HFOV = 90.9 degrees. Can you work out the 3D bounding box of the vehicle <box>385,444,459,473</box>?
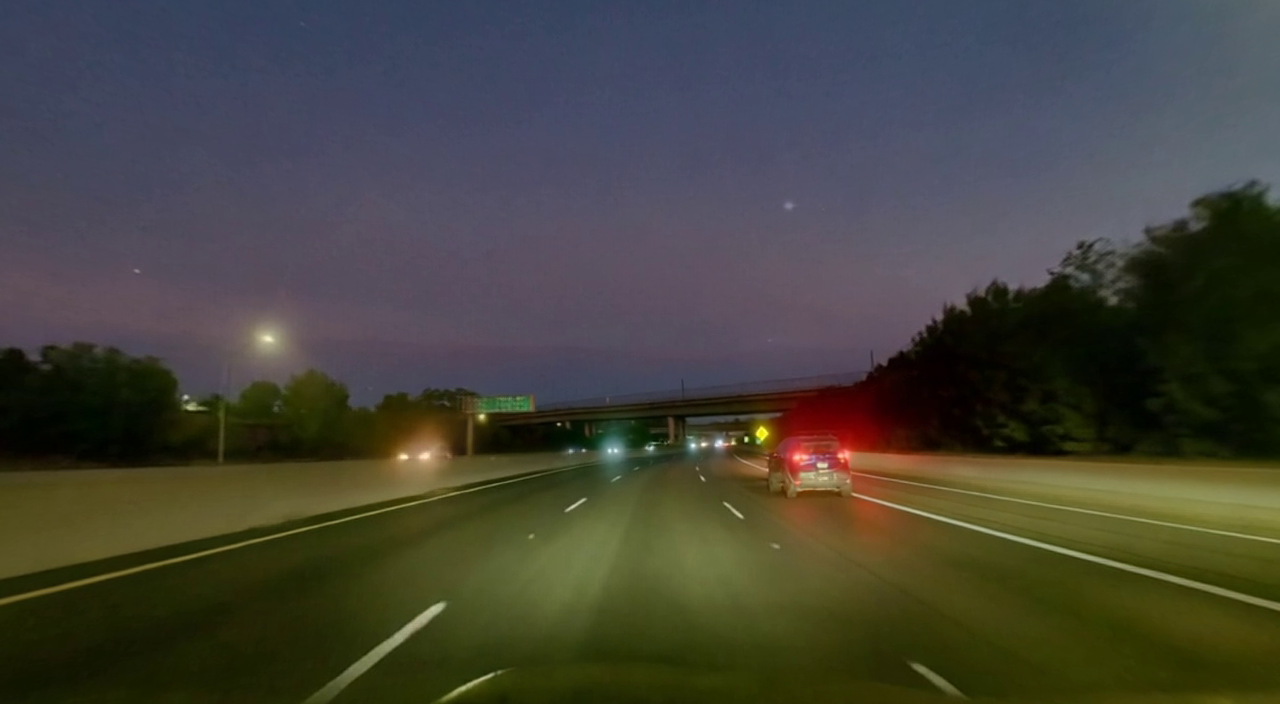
[{"bbox_3d":[-14.313,7.017,41.880,2.310,1.742,5.997,-1,-9,5],"label":"vehicle"}]
